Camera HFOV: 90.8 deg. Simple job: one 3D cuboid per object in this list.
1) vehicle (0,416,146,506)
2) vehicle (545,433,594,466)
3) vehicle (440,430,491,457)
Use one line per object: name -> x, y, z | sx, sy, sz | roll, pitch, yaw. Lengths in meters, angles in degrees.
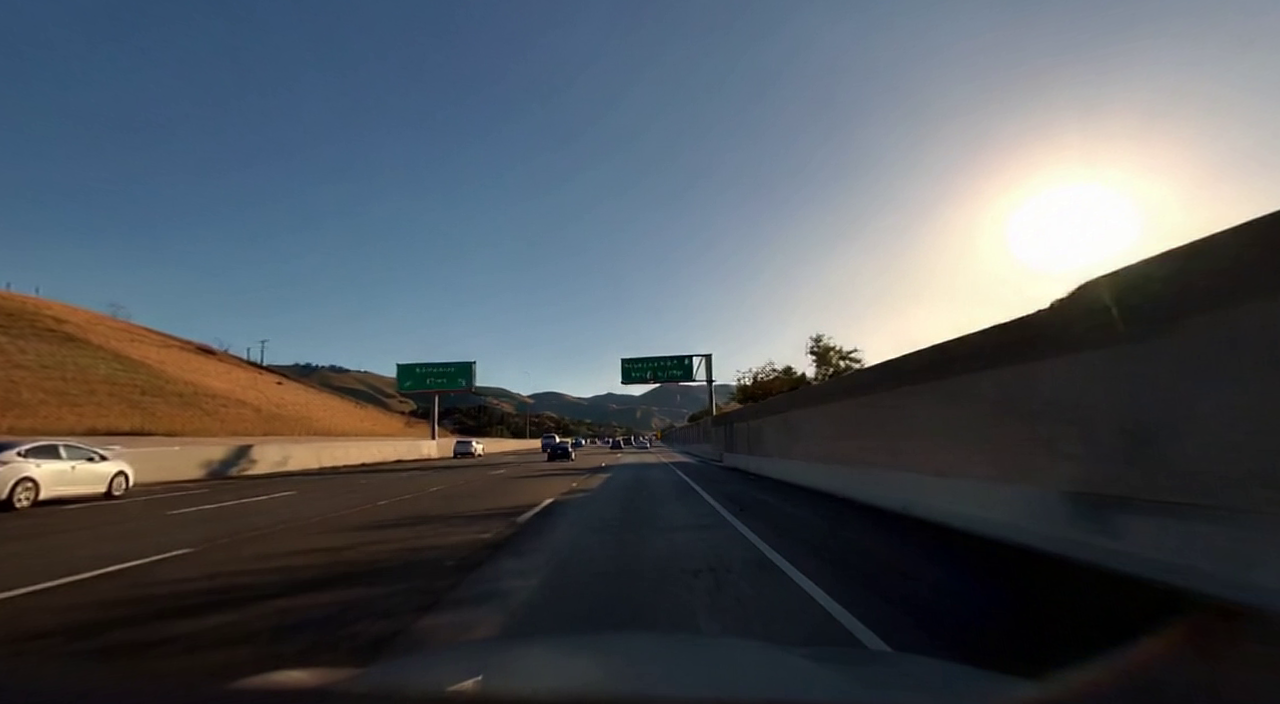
vehicle -> -12.706, 2.141, 12.518 | 2.035, 1.630, 4.527 | 0, -8, 1
vehicle -> -3.424, 4.842, 31.405 | 1.931, 1.492, 4.076 | 0, -8, 1
vehicle -> -11.981, 6.365, 43.702 | 2.076, 1.766, 4.831 | 0, -8, 1
